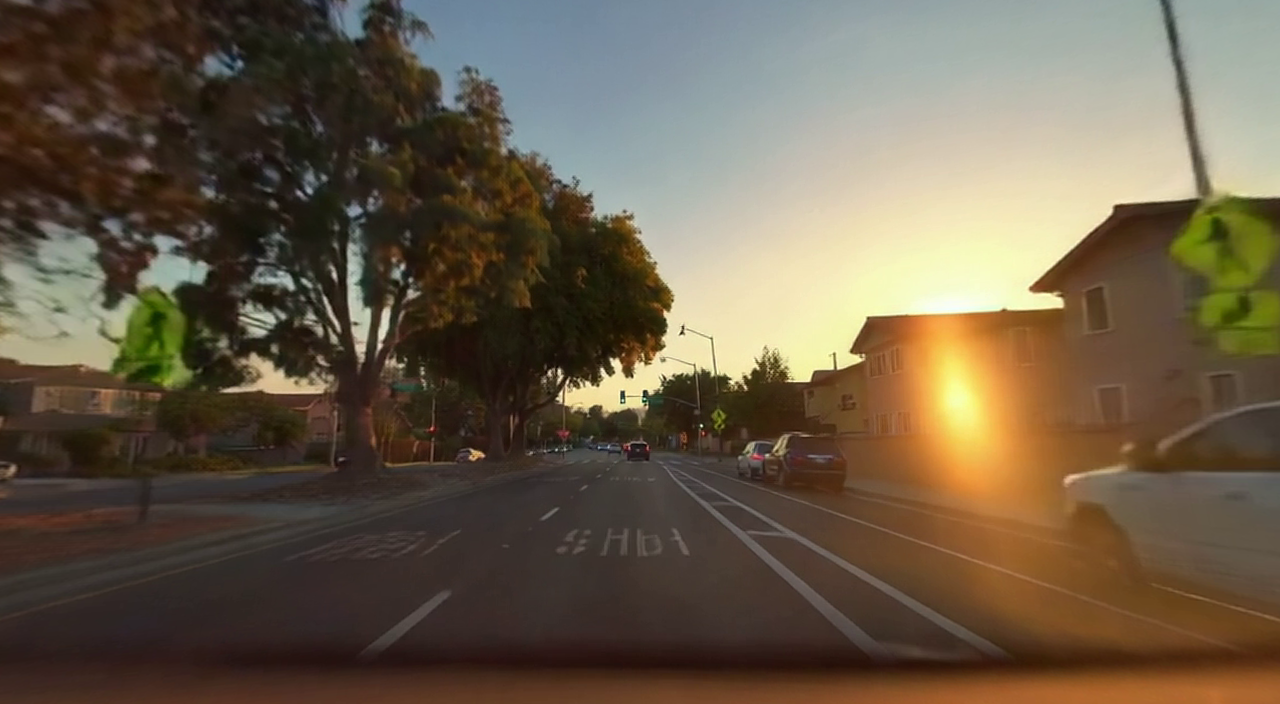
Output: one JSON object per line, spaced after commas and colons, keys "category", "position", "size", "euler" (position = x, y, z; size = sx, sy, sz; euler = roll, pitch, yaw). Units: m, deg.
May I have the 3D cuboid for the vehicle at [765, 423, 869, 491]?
{"category": "vehicle", "position": [5.611, 3.384, 20.723], "size": [2.008, 1.930, 4.919], "euler": [0, -8, 1]}

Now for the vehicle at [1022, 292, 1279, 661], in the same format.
{"category": "vehicle", "position": [5.506, 0.767, 3.750], "size": [2.324, 2.468, 6.422], "euler": [1, -9, -1]}
